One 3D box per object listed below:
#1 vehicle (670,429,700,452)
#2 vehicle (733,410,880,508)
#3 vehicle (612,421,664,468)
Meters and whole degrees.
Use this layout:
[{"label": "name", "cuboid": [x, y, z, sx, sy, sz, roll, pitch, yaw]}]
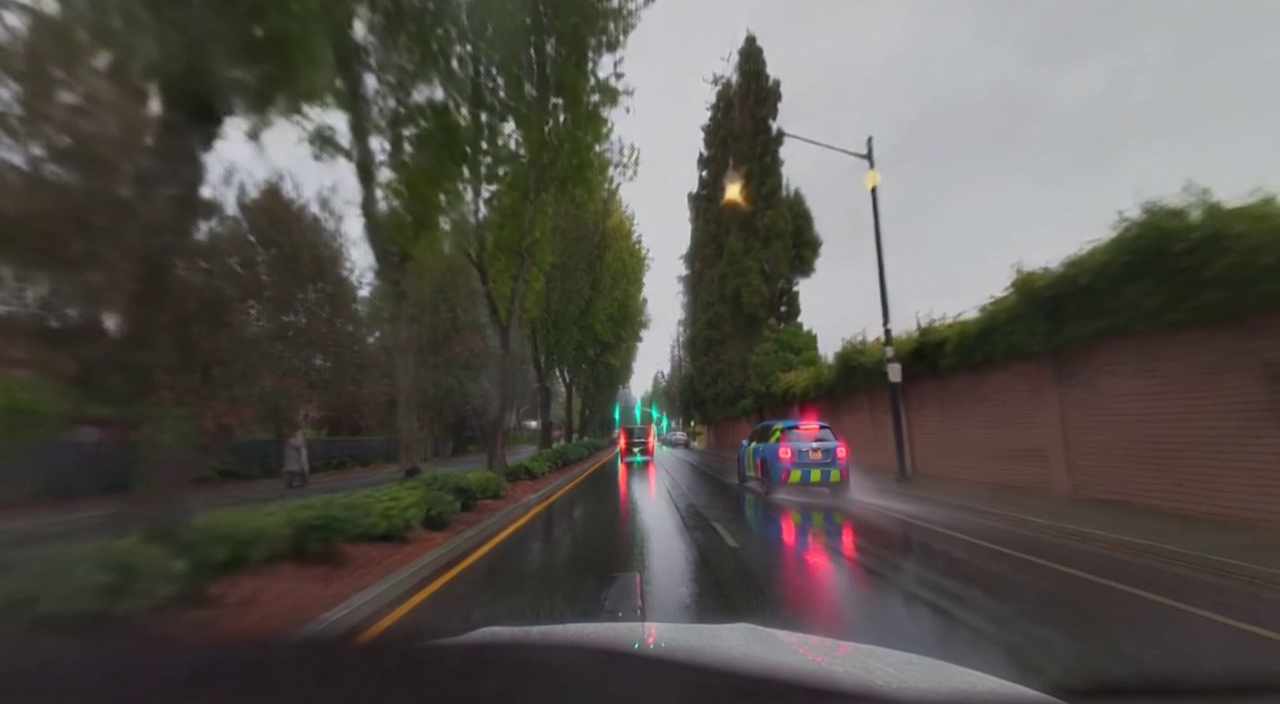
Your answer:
[{"label": "vehicle", "cuboid": [3.189, 6.417, 45.560, 1.863, 1.610, 3.726, 0, -8, -1]}, {"label": "vehicle", "cuboid": [3.214, 2.179, 13.126, 1.840, 1.709, 4.202, 0, -8, -1]}, {"label": "vehicle", "cuboid": [-0.104, 3.824, 25.987, 1.984, 1.777, 3.148, 0, -8, -1]}]
